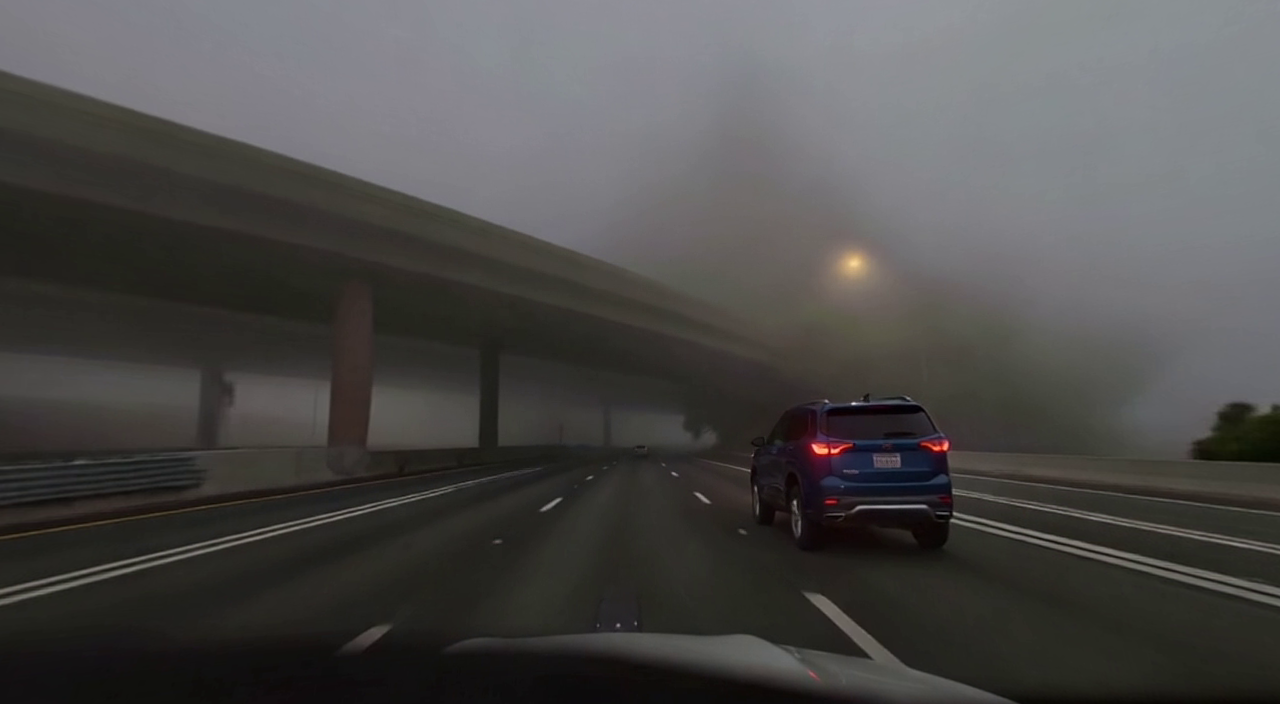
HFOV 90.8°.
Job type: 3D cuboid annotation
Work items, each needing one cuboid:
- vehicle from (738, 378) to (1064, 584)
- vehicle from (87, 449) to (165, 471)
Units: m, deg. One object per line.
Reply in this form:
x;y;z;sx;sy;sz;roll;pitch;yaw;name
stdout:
2.869;1.588;8.539;2.155;1.918;4.945;0;-9;-1;vehicle
-38.179;8.026;47.099;1.831;1.480;4.817;0;-9;-2;vehicle
